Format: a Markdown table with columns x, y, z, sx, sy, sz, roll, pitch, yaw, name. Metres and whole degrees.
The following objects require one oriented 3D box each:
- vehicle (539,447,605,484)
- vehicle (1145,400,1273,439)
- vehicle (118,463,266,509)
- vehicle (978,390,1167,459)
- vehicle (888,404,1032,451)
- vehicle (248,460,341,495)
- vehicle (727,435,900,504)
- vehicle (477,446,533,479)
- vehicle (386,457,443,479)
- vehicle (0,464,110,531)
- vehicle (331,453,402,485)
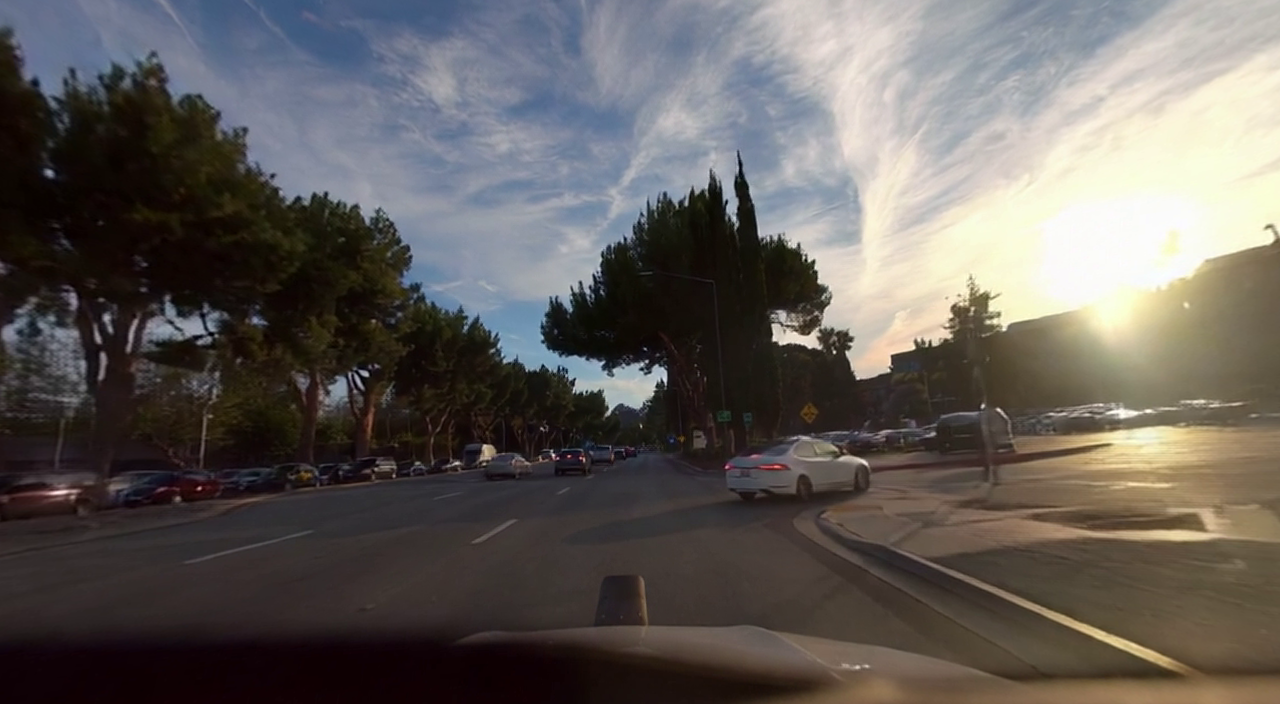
| x | y | z | sx | sy | sz | roll | pitch | yaw | name |
| --- | --- | --- | --- | --- | --- | --- | --- | --- | --- |
| -2.950 | 5.027 | 28.379 | 2.235 | 1.500 | 4.420 | 0 | -9 | 3 | vehicle |
| 27.425 | 3.336 | 30.703 | 1.992 | 1.498 | 4.667 | -5 | -9 | 4 | vehicle |
| -16.659 | 4.989 | 23.879 | 1.981 | 1.431 | 4.862 | 0 | -9 | 1 | vehicle |
| 14.868 | 2.593 | 21.696 | 6.193 | 2.081 | 2.569 | 4 | -10 | -27 | vehicle |
| 14.233 | 3.421 | 28.388 | 5.161 | 1.993 | 2.293 | 0 | -9 | 2 | vehicle |
| -16.405 | 5.953 | 30.266 | 1.849 | 1.472 | 4.441 | 0 | -9 | 1 | vehicle |
| 4.565 | 2.959 | 16.323 | 4.504 | 1.513 | 2.208 | 8 | -12 | -42 | vehicle |
| -7.544 | 6.212 | 35.747 | 2.054 | 1.744 | 4.422 | 0 | -9 | 1 | vehicle |
| -16.289 | 8.383 | 45.952 | 2.162 | 1.480 | 5.017 | 0 | -9 | 1 | vehicle |
| -17.228 | 3.869 | 16.940 | 2.084 | 1.624 | 4.486 | 0 | -9 | 1 | vehicle |
| -16.374 | 6.981 | 38.082 | 2.073 | 1.749 | 4.770 | 0 | -9 | 1 | vehicle |
